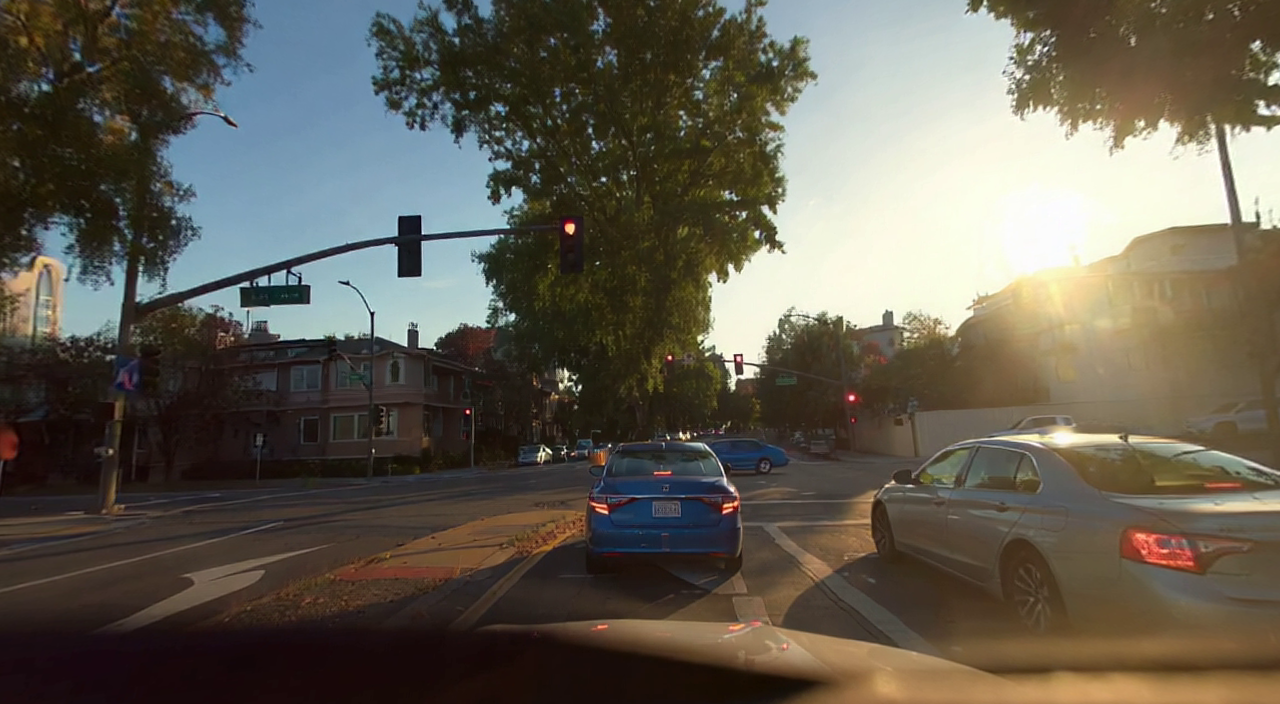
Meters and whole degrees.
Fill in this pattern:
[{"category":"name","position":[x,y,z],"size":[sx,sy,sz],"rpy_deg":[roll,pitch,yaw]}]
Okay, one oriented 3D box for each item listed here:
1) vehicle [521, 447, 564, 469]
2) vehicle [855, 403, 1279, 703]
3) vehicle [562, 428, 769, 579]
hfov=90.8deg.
[{"category":"vehicle","position":[-6.939,7.580,45.304],"size":[2.093,1.476,4.278],"rpy_deg":[-1,-9,4]},{"category":"vehicle","position":[3.649,1.341,5.437],"size":[1.888,1.486,4.681],"rpy_deg":[0,-9,-1]},{"category":"vehicle","position":[0.294,1.820,8.326],"size":[2.090,1.505,3.756],"rpy_deg":[-1,-9,1]}]
